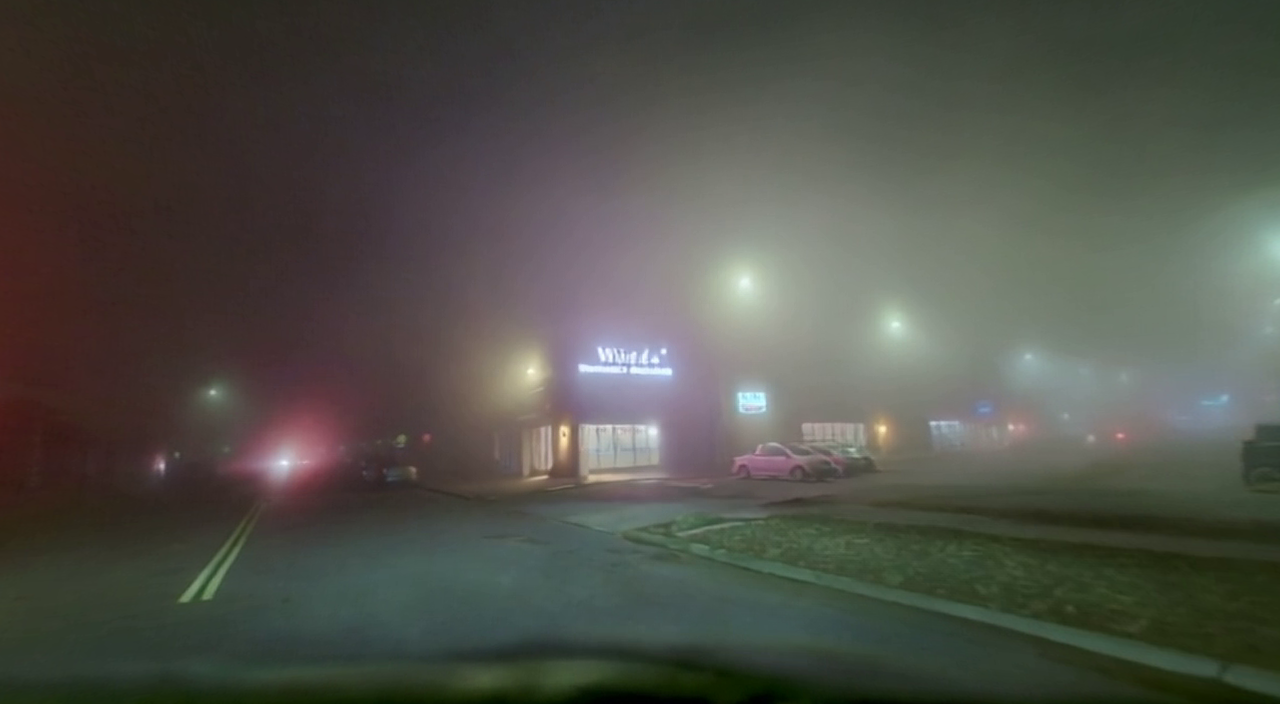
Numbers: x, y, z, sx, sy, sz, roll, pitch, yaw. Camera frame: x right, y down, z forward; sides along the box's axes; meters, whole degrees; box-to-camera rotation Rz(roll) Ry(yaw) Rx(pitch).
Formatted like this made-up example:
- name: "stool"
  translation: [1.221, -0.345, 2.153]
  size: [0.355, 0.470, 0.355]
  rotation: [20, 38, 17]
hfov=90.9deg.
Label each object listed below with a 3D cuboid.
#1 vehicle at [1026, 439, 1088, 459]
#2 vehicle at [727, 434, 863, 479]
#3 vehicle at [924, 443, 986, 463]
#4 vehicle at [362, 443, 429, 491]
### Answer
- name: "vehicle"
  translation: [32.501, 7.586, 49.256]
  size: [1.866, 1.486, 4.145]
  rotation: [0, -8, -4]
- name: "vehicle"
  translation: [6.017, 4.069, 24.827]
  size: [4.814, 1.618, 1.869]
  rotation: [-6, -10, 36]
- name: "vehicle"
  translation: [22.590, 7.286, 45.308]
  size: [1.557, 1.372, 3.538]
  rotation: [5, -11, -34]
- name: "vehicle"
  translation: [-11.491, 5.257, 29.425]
  size: [2.150, 2.013, 4.748]
  rotation: [5, -10, -29]
